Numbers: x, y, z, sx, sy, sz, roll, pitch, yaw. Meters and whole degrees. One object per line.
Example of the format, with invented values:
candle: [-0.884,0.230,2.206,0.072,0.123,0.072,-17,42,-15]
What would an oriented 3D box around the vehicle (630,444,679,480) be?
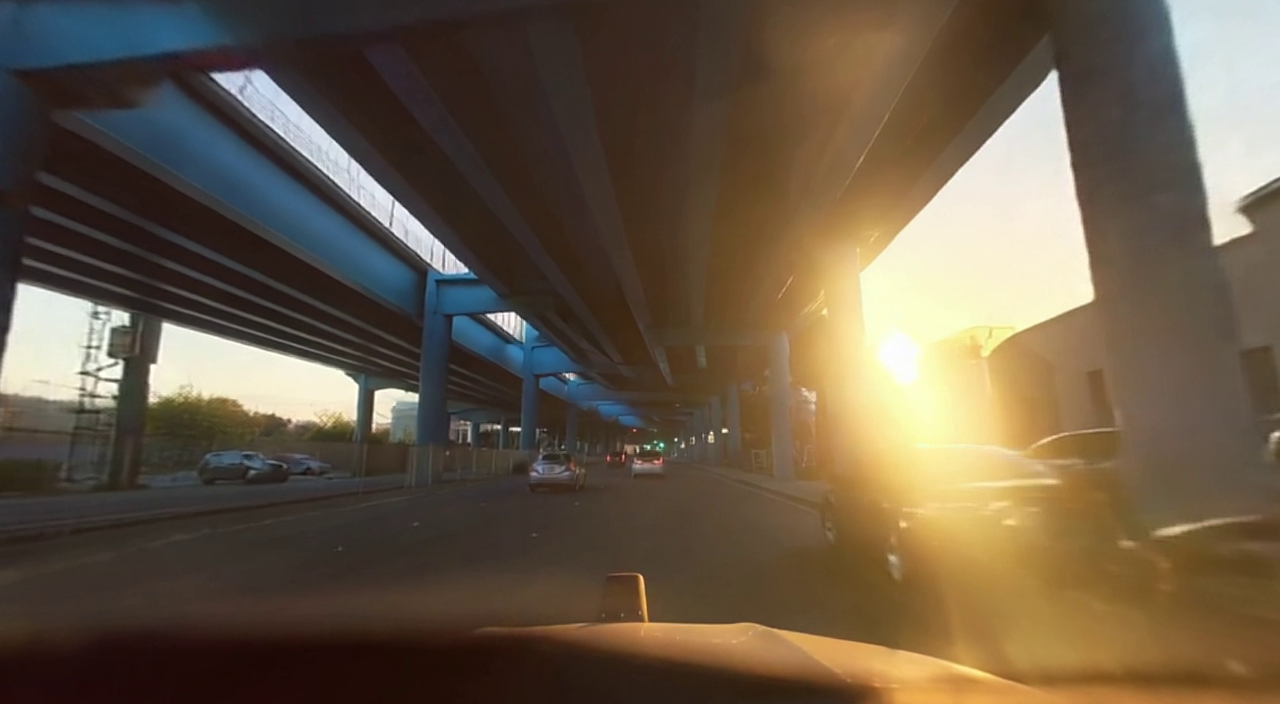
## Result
vehicle: [0.684,5.151,29.679,2.155,1.571,3.734,0,-9,2]

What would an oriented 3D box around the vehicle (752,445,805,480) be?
vehicle: [6.905,5.524,31.817,2.023,1.627,3.971,0,-9,4]

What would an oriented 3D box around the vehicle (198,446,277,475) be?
vehicle: [-27.588,7.442,43.575,2.174,1.824,4.764,1,-9,2]

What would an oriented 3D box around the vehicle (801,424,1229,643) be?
vehicle: [3.386,1.713,7.115,2.090,1.575,4.690,0,-9,2]

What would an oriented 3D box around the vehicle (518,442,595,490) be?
vehicle: [-2.897,4.072,22.869,2.024,1.533,4.549,0,-9,2]

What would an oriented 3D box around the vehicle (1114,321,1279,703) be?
vehicle: [3.336,0.575,0.872,2.043,1.796,4.242,0,-9,1]
